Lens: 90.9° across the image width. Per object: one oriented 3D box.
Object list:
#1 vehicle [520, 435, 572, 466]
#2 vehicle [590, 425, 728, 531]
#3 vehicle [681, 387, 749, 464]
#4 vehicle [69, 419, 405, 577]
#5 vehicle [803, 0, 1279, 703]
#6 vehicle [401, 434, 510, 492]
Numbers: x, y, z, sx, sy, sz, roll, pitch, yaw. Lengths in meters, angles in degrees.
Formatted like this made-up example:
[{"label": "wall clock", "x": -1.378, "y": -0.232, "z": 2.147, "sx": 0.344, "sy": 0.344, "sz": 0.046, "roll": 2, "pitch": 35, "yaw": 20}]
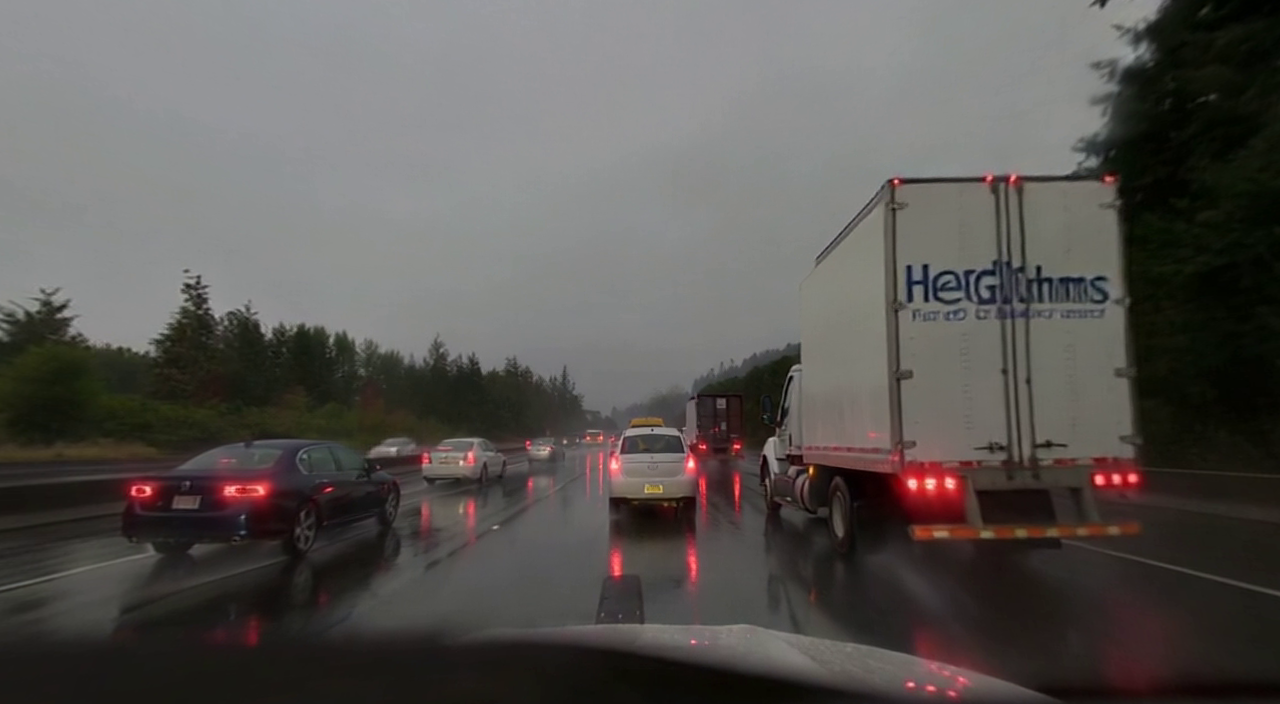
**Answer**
[{"label": "vehicle", "x": -4.695, "y": 4.988, "z": 32.227, "sx": 1.887, "sy": 1.493, "sz": 4.411, "roll": 0, "pitch": -8, "yaw": 1}, {"label": "vehicle", "x": 0.260, "y": 2.051, "z": 10.860, "sx": 1.973, "sy": 1.505, "sz": 3.568, "roll": 0, "pitch": -8, "yaw": 0}, {"label": "vehicle", "x": 4.448, "y": 4.871, "z": 40.894, "sx": 2.892, "sy": 4.101, "sz": 14.252, "roll": 0, "pitch": -8, "yaw": 1}, {"label": "vehicle", "x": -4.591, "y": 1.661, "z": 7.988, "sx": 1.821, "sy": 1.514, "sz": 3.677, "roll": 0, "pitch": -8, "yaw": 0}, {"label": "vehicle", "x": 4.008, "y": -0.309, "z": 2.302, "sx": 2.817, "sy": 3.989, "sz": 14.321, "roll": 0, "pitch": -8, "yaw": -1}, {"label": "vehicle", "x": -5.088, "y": 3.090, "z": 17.991, "sx": 1.880, "sy": 1.458, "sz": 3.978, "roll": 0, "pitch": -8, "yaw": 0}]
